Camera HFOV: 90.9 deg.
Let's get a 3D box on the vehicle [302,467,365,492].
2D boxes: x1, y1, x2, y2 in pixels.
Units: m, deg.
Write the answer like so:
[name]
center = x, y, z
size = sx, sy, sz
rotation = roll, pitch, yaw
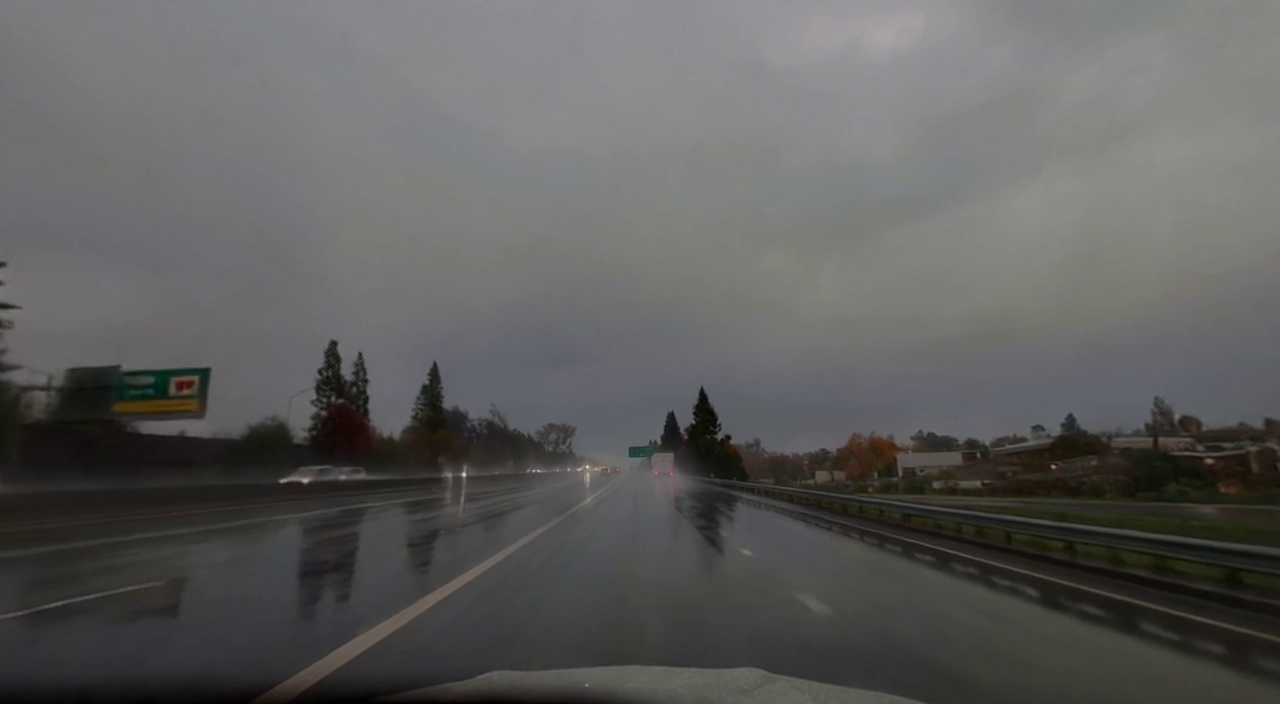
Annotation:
[vehicle]
center = -19.539, 8.132, 40.394
size = 1.850, 1.447, 4.317
rotation = 1, -10, 0
